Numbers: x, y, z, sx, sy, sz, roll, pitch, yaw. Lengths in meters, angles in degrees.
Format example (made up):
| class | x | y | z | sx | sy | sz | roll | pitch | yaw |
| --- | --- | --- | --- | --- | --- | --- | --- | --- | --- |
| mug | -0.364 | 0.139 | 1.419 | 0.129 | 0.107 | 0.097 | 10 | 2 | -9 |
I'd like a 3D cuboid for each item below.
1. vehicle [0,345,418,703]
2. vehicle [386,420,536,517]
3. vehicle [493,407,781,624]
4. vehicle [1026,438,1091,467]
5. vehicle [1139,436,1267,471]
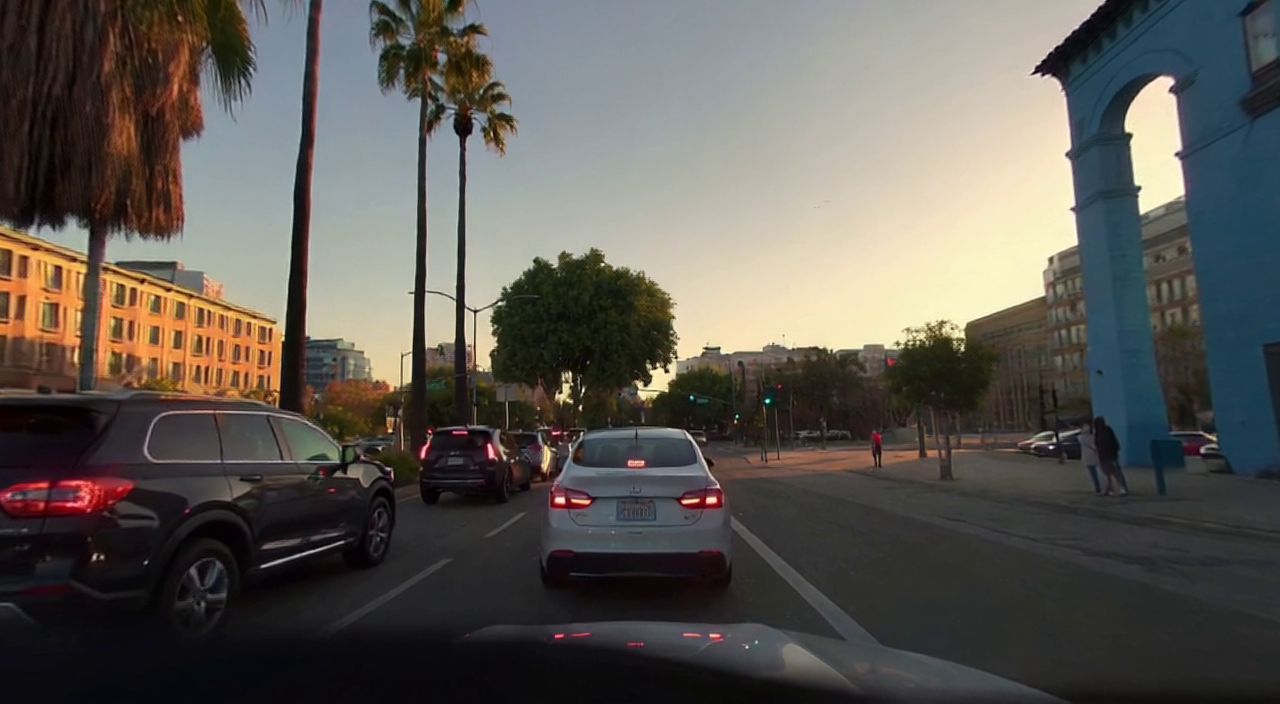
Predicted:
| class | x | y | z | sx | sy | sz | roll | pitch | yaw |
| --- | --- | --- | --- | --- | --- | --- | --- | --- | --- |
| vehicle | -3.530 | 1.158 | 5.081 | 1.914 | 1.741 | 4.398 | 0 | -9 | -1 |
| vehicle | -3.464 | 2.346 | 13.096 | 1.840 | 1.684 | 4.041 | 0 | -9 | 1 |
| vehicle | -0.049 | 1.536 | 6.869 | 2.114 | 1.585 | 4.285 | 0 | -9 | -1 |
| vehicle | 26.245 | 6.307 | 39.650 | 1.882 | 1.672 | 3.957 | -2 | -9 | 11 |
| vehicle | 25.477 | 4.589 | 28.642 | 3.914 | 1.427 | 1.779 | -2 | -8 | 5 |
